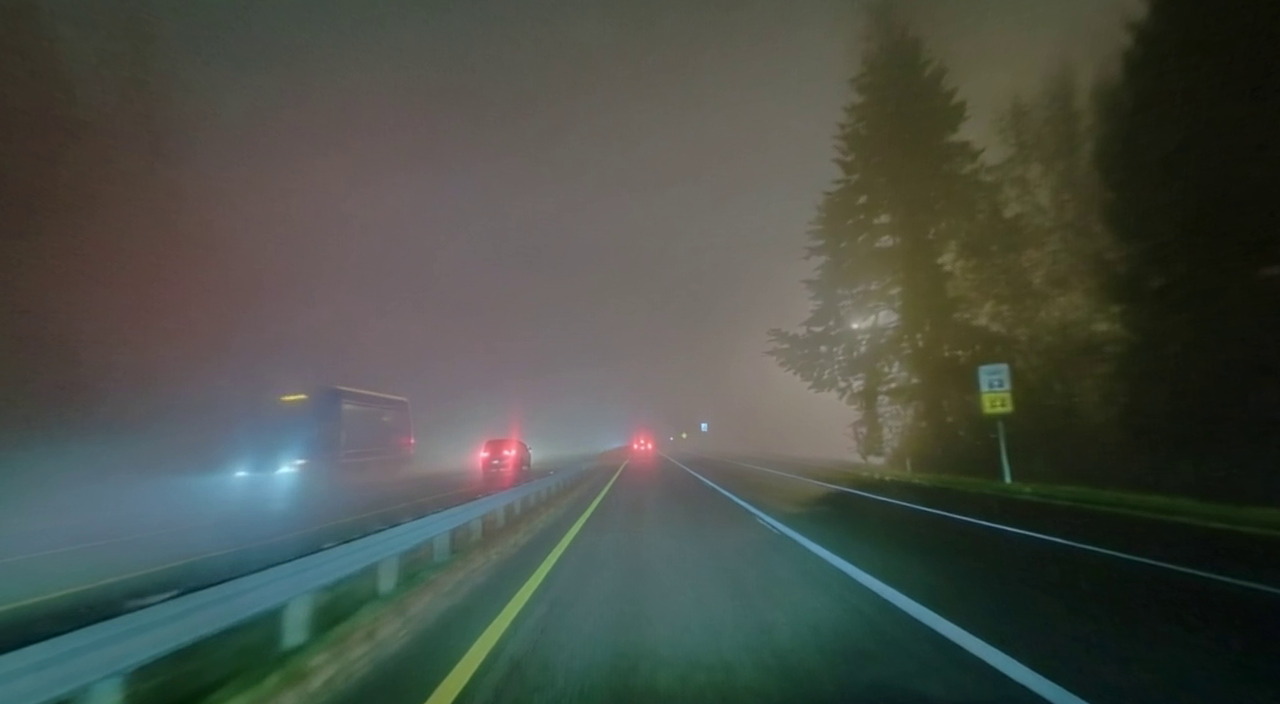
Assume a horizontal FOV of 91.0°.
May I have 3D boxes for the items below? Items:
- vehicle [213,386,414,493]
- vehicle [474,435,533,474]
[{"bbox_3d":[-14.836,4.277,30.594,2.905,4.091,12.827,0,-8,0],"label":"vehicle"},{"bbox_3d":[-7.122,5.392,33.292,2.068,1.897,4.372,0,-8,1],"label":"vehicle"}]
